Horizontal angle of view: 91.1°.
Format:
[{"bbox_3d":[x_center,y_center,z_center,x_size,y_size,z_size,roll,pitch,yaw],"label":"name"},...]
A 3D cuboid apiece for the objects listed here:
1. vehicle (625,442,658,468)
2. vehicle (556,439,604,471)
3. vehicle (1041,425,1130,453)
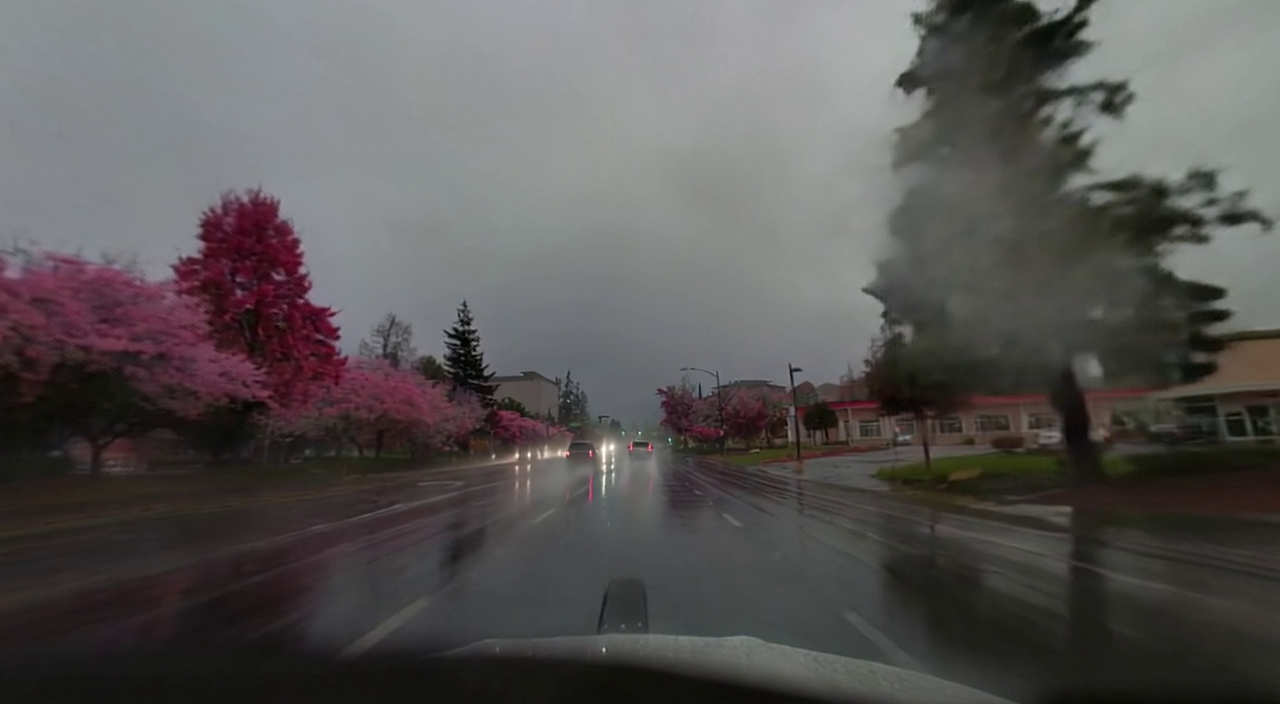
[{"bbox_3d":[0.095,7.163,43.774,2.149,1.701,4.379,0,-8,0],"label":"vehicle"},{"bbox_3d":[-3.649,6.387,39.264,2.453,1.844,4.751,0,-8,1],"label":"vehicle"},{"bbox_3d":[25.354,5.007,35.938,1.728,1.443,4.505,0,-8,-1],"label":"vehicle"}]
